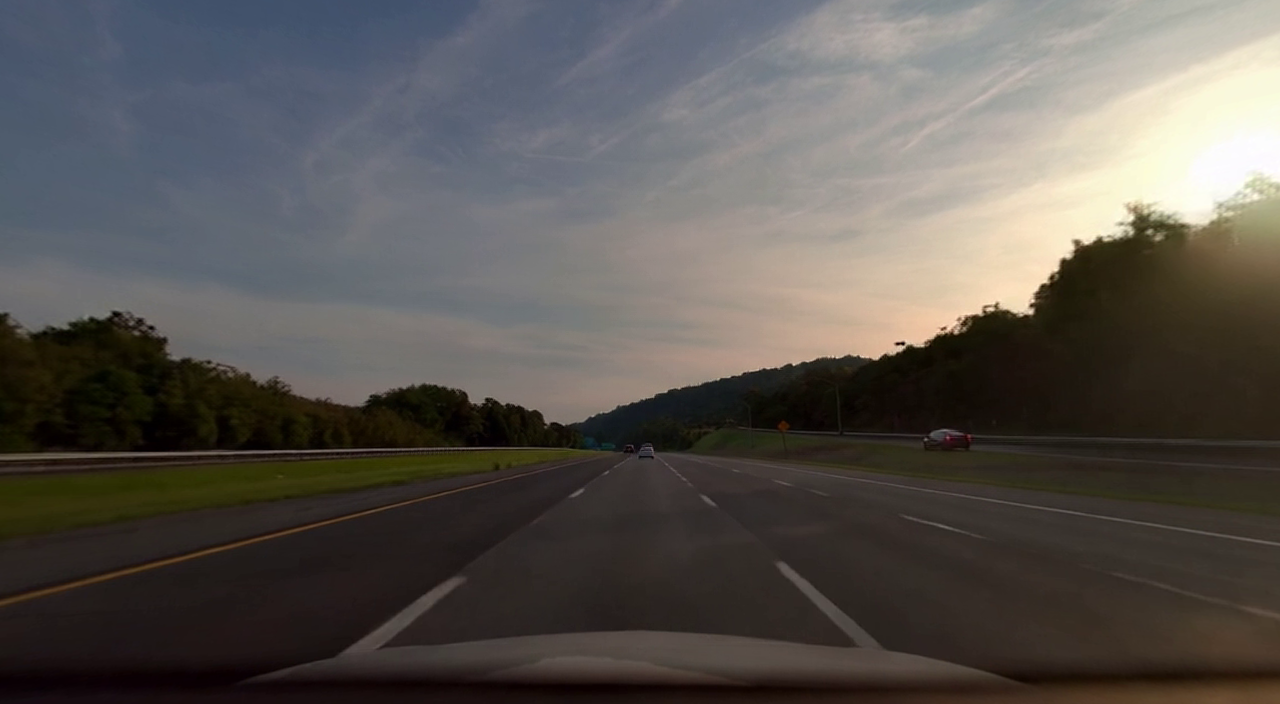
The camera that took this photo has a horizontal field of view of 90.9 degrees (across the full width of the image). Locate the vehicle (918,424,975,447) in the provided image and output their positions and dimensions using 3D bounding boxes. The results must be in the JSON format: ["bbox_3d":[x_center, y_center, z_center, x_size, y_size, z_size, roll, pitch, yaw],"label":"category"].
[{"bbox_3d":[23.761,6.512,49.017,2.235,1.713,4.397,0,-8,1],"label":"vehicle"}]
